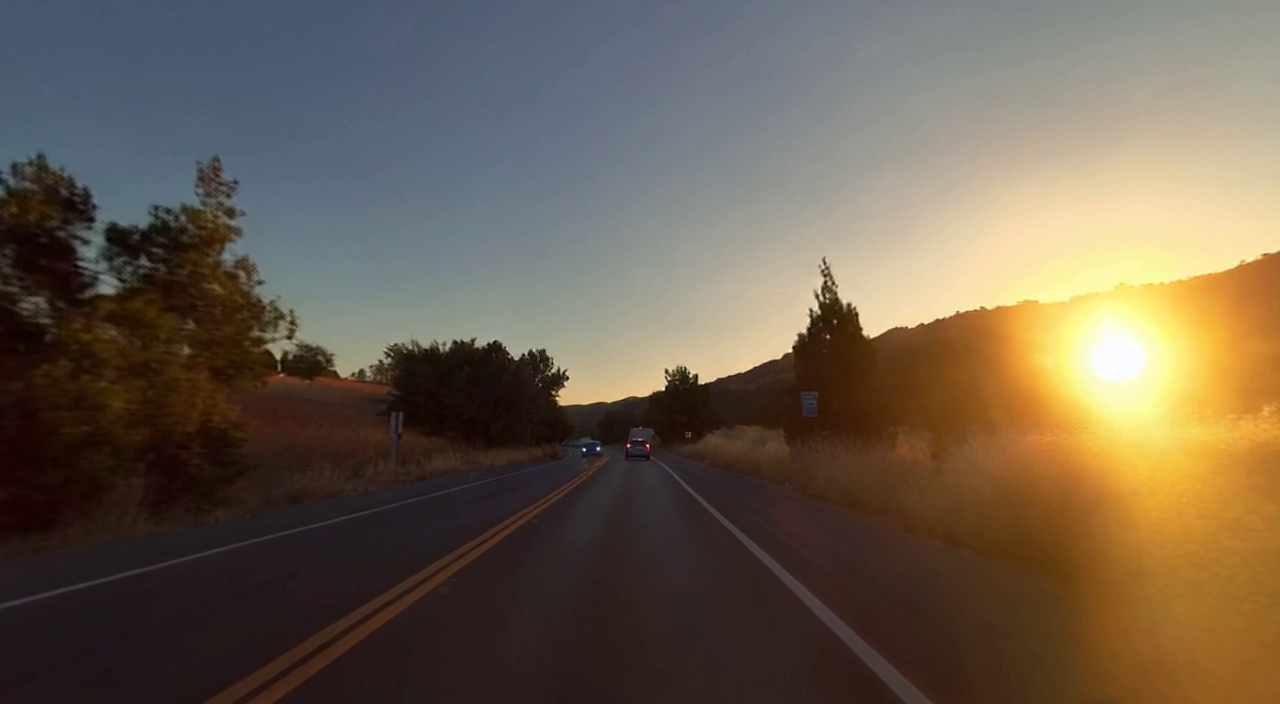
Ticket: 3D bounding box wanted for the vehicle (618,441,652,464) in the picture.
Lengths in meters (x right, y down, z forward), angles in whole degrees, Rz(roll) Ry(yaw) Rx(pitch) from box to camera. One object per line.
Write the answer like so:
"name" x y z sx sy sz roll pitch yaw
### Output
"vehicle" -0.347 6.865 43.307 2.186 1.486 3.861 0 -9 0
